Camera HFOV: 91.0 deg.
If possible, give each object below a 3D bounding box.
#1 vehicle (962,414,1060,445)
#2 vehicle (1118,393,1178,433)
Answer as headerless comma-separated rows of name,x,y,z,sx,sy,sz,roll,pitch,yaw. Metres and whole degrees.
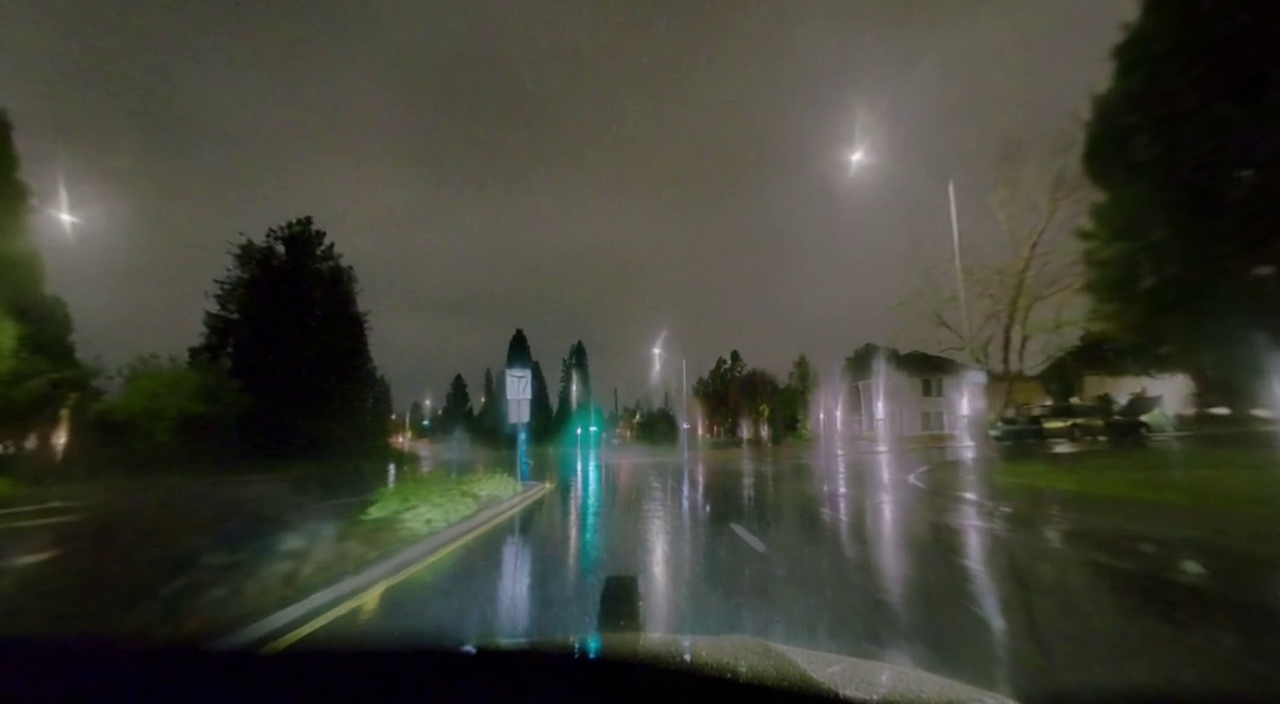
vehicle,20.644,4.375,35.132,4.499,1.627,2.003,-5,-10,33
vehicle,29.125,3.562,36.016,2.111,2.008,4.557,-8,-12,43
